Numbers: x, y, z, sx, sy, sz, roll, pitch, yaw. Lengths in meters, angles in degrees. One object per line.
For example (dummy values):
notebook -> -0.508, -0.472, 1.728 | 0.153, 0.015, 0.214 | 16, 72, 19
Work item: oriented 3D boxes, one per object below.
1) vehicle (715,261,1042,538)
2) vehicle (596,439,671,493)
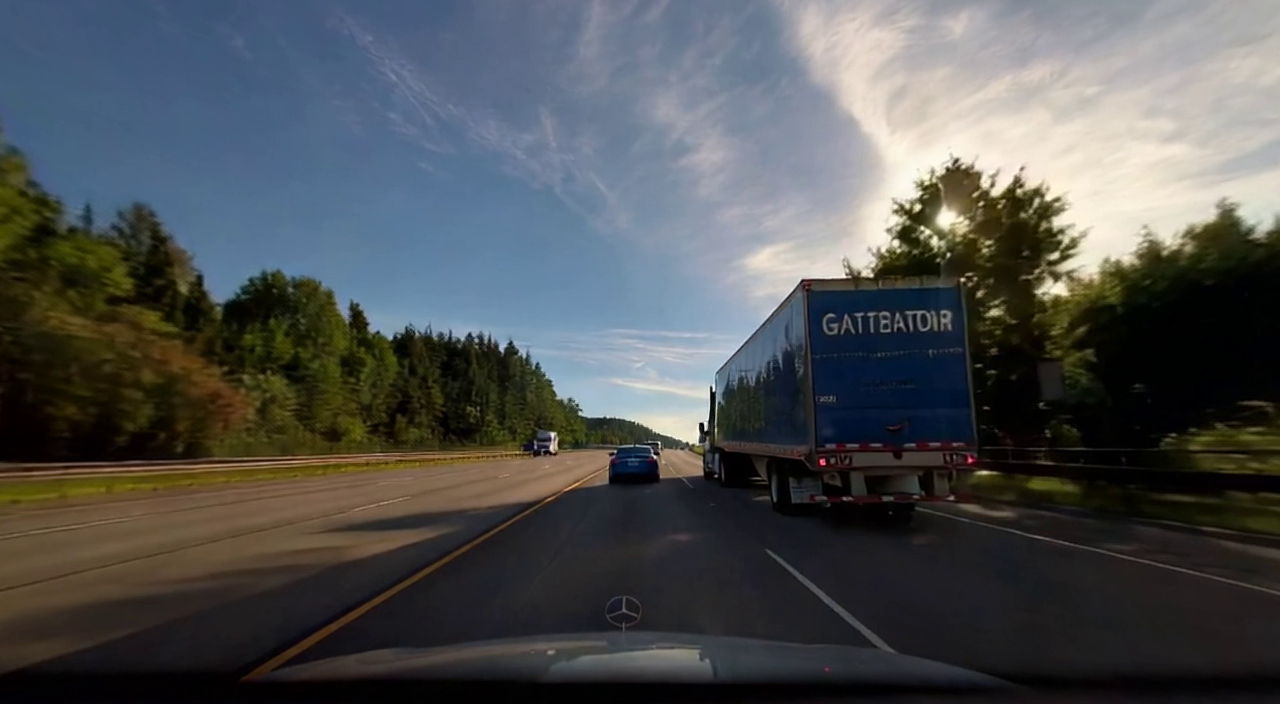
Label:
vehicle -> 4.273, 1.756, 16.410 | 2.909, 4.074, 14.457 | 0, -9, 0
vehicle -> -0.180, 3.481, 19.522 | 2.074, 1.475, 3.960 | 0, -9, 0
